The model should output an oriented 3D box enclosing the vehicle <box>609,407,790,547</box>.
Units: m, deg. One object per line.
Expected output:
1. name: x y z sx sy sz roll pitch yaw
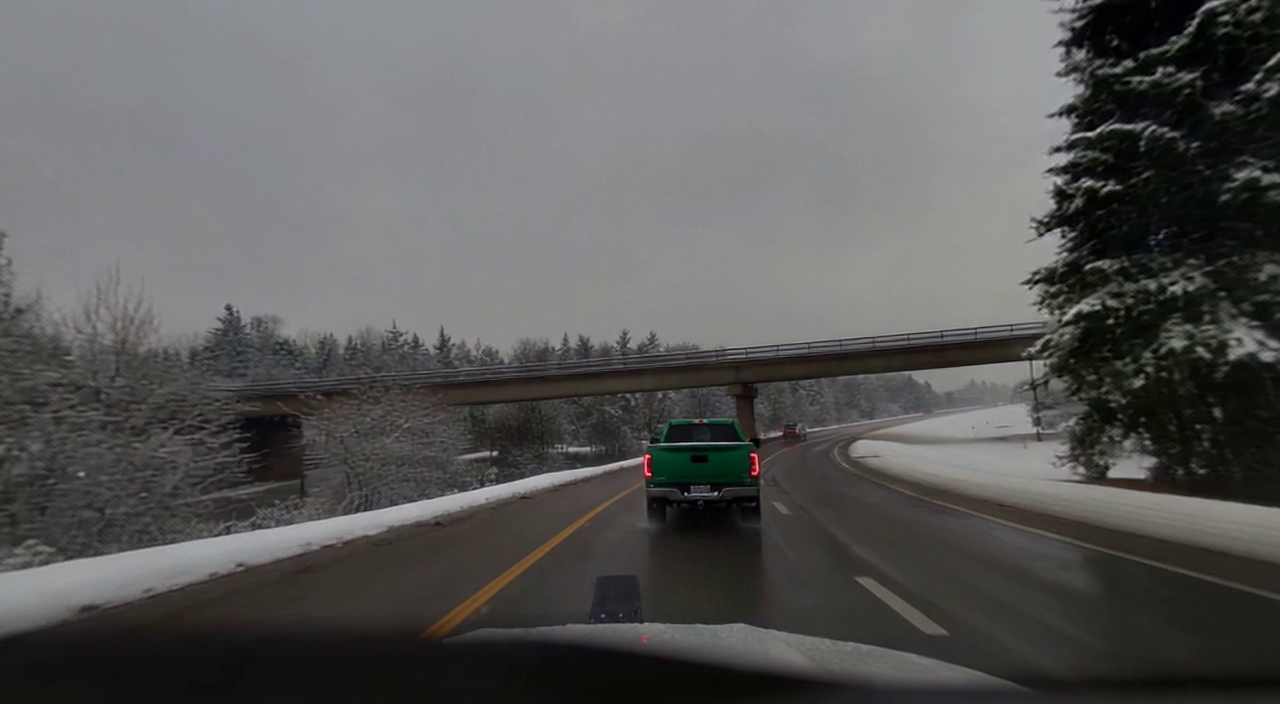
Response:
1. vehicle: 0.923 1.892 10.140 2.235 1.716 4.435 -1 -9 5
